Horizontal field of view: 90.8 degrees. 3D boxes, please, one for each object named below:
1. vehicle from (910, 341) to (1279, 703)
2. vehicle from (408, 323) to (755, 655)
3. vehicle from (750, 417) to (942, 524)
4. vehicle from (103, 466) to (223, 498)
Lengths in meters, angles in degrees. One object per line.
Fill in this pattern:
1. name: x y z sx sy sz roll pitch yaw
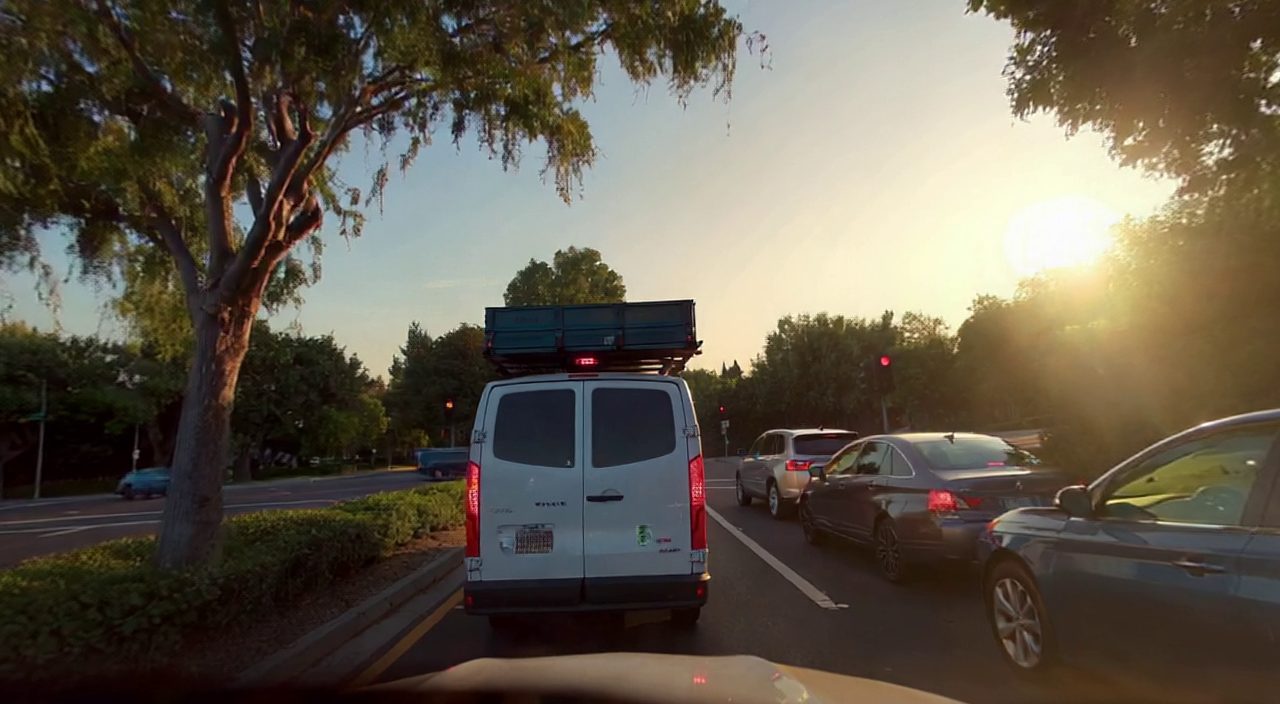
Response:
1. vehicle: 3.443 0.940 3.400 1.965 1.671 4.146 0 -9 -3
2. vehicle: -0.371 1.159 6.186 2.145 2.089 4.309 0 -9 0
3. vehicle: 3.678 2.214 12.273 2.024 1.692 4.252 1 -9 -4
4. vehicle: -22.461 6.114 29.918 4.135 1.321 1.687 2 -9 -16
